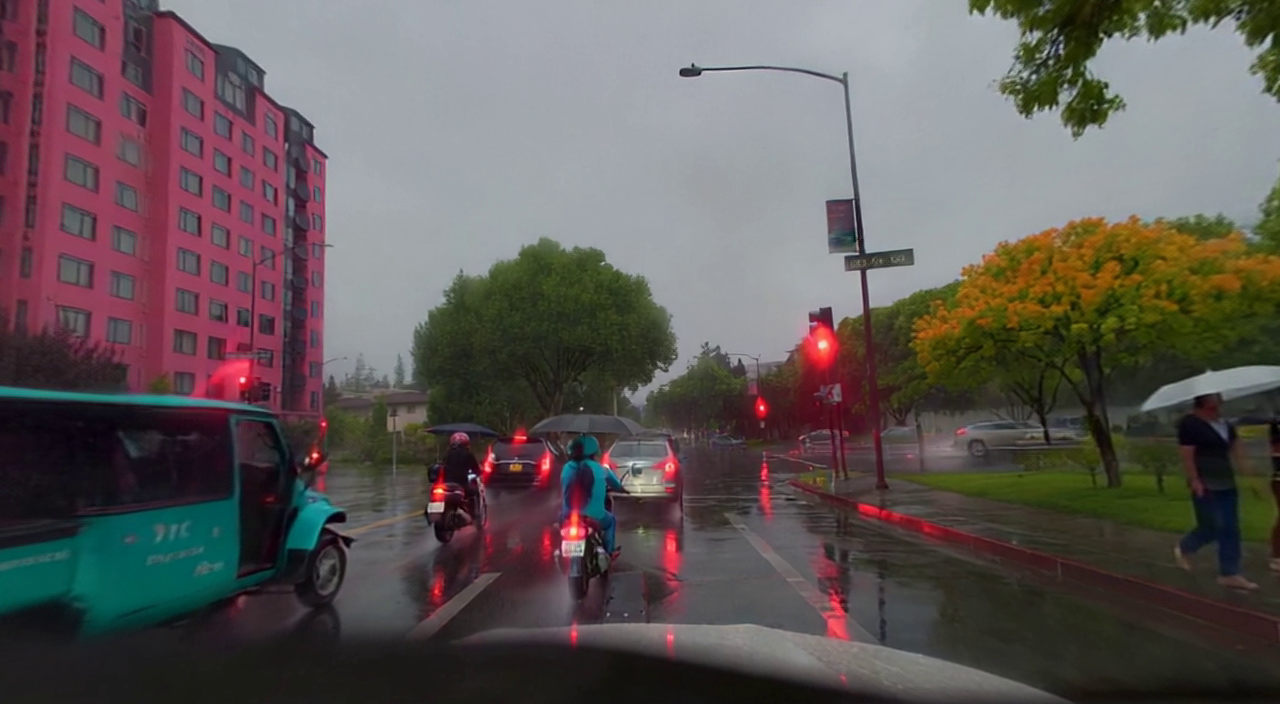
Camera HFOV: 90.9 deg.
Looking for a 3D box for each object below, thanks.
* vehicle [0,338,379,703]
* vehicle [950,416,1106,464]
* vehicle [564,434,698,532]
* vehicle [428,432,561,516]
[{"bbox_3d":[-3.595,1.035,3.718,2.000,1.809,4.855,0,-9,0],"label":"vehicle"},{"bbox_3d":[15.926,3.696,26.276,5.226,1.840,2.016,-5,-10,27],"label":"vehicle"},{"bbox_3d":[-0.104,2.294,11.625,2.025,1.458,4.085,-1,-9,1],"label":"vehicle"},{"bbox_3d":[-3.117,2.701,14.444,1.935,1.615,4.073,-1,-9,2],"label":"vehicle"}]
